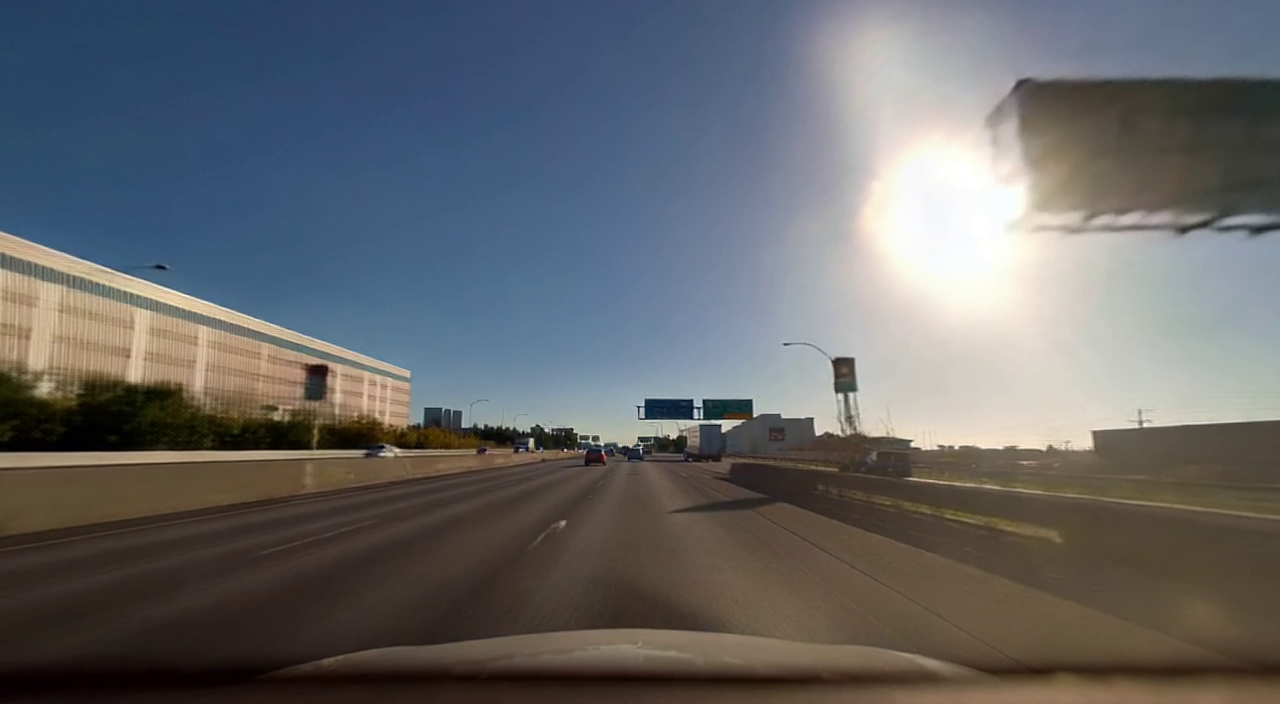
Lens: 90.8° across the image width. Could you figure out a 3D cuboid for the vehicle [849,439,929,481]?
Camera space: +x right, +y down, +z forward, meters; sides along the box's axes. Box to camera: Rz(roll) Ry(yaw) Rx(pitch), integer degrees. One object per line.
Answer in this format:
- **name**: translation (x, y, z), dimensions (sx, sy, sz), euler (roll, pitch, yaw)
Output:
- **vehicle**: translation (14.846, 6.460, 38.075), dimensions (2.411, 2.326, 5.300), euler (0, -9, -3)
